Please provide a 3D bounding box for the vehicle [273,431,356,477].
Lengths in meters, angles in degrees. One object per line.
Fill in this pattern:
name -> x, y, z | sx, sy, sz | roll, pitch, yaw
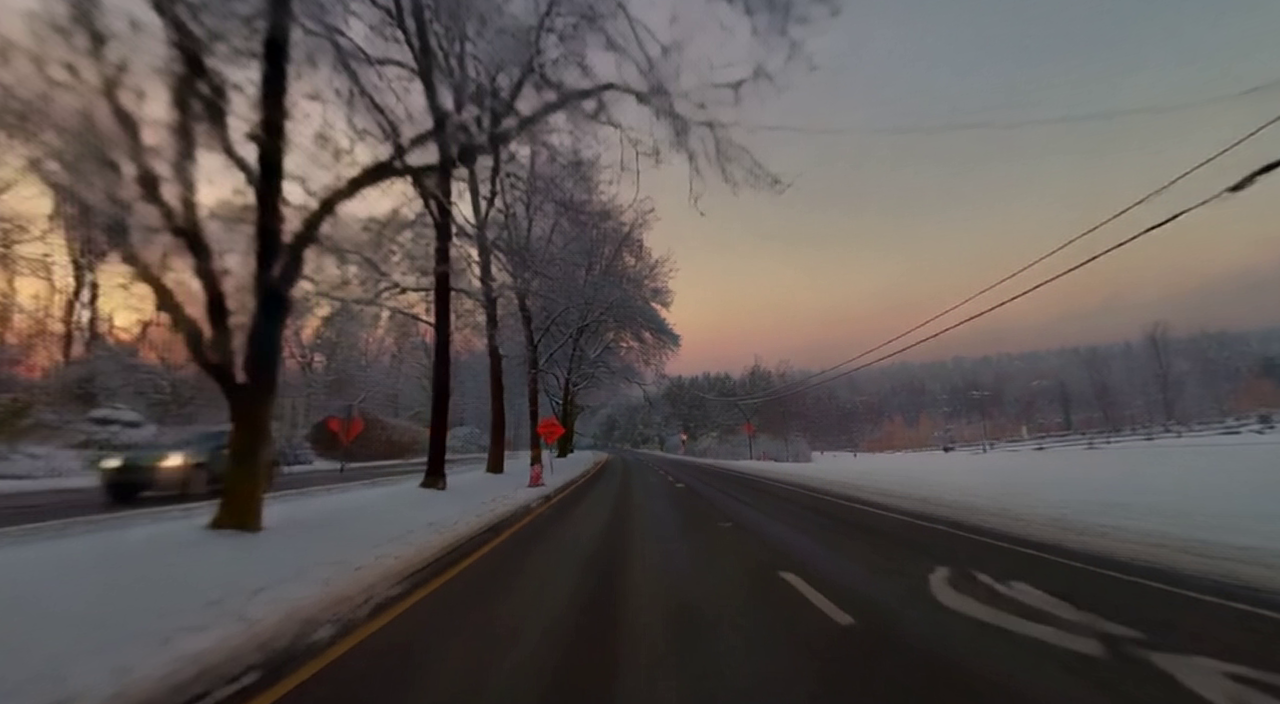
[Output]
vehicle -> -15.739, 4.942, 30.771 | 2.340, 2.062, 3.192 | 0, -9, -3

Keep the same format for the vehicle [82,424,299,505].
vehicle -> -11.152, 2.818, 16.242 | 2.236, 1.758, 4.564 | 0, -9, -1
